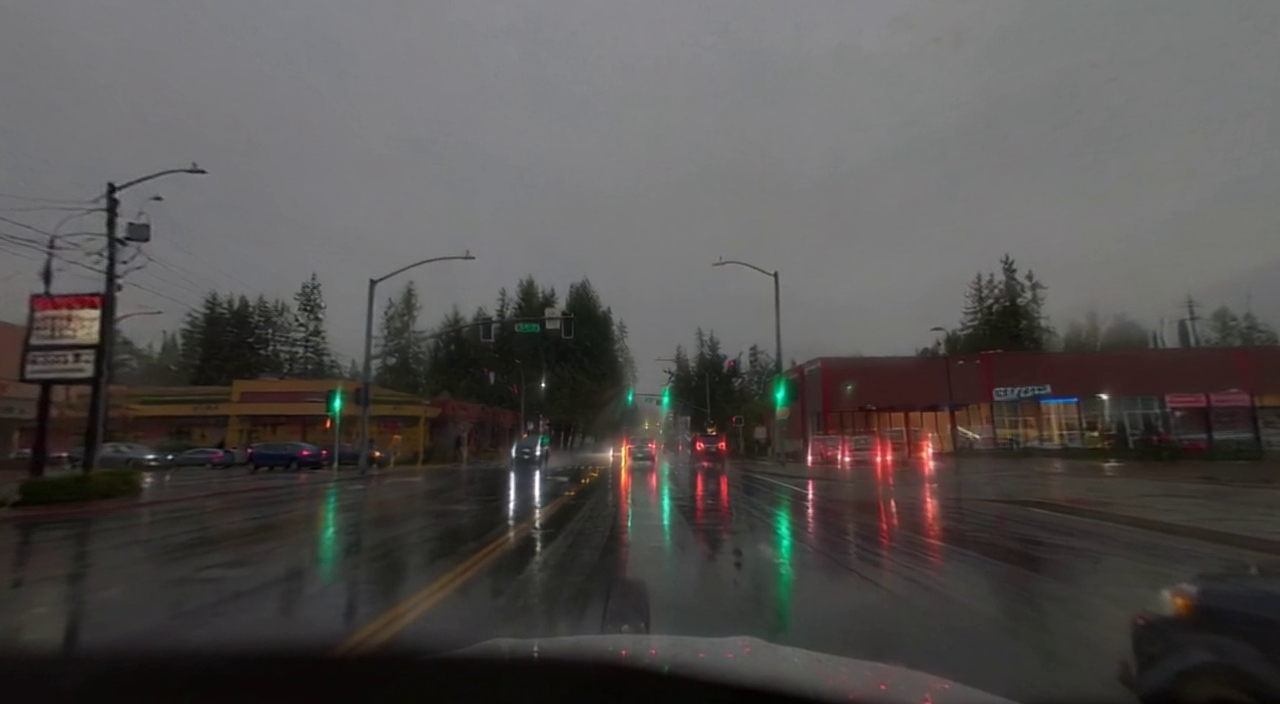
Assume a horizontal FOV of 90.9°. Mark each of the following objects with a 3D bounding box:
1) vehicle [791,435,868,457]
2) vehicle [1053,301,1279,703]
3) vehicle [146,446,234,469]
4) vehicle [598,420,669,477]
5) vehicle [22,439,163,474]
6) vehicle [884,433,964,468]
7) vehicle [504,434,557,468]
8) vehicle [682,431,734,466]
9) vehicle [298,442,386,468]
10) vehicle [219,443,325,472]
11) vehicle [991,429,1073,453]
[{"bbox_3d":[14.265,7.115,47.678,5.218,1.558,1.963,0,-9,-1],"label":"vehicle"},{"bbox_3d":[3.383,0.525,0.764,2.335,1.812,5.041,0,-8,0],"label":"vehicle"},{"bbox_3d":[-30.789,7.215,43.220,4.466,1.527,2.028,0,-8,2],"label":"vehicle"},{"bbox_3d":[-0.247,3.982,26.127,2.638,2.065,5.313,0,-8,0],"label":"vehicle"},{"bbox_3d":[-31.567,6.026,36.475,5.964,1.893,2.363,0,-8,1],"label":"vehicle"},{"bbox_3d":[12.778,4.397,28.204,2.002,1.427,4.436,-7,-11,40],"label":"vehicle"},{"bbox_3d":[-6.629,6.054,38.713,2.335,1.909,4.593,0,-8,1],"label":"vehicle"},{"bbox_3d":[3.640,5.294,34.591,2.276,1.787,4.630,0,-8,-1],"label":"vehicle"},{"bbox_3d":[-18.762,6.500,39.792,4.561,1.531,1.990,0,-8,1],"label":"vehicle"},{"bbox_3d":[-21.098,6.046,36.285,4.839,1.604,2.058,-1,-8,3],"label":"vehicle"},{"bbox_3d":[29.814,6.776,48.010,4.750,1.710,2.137,0,-8,-1],"label":"vehicle"}]
